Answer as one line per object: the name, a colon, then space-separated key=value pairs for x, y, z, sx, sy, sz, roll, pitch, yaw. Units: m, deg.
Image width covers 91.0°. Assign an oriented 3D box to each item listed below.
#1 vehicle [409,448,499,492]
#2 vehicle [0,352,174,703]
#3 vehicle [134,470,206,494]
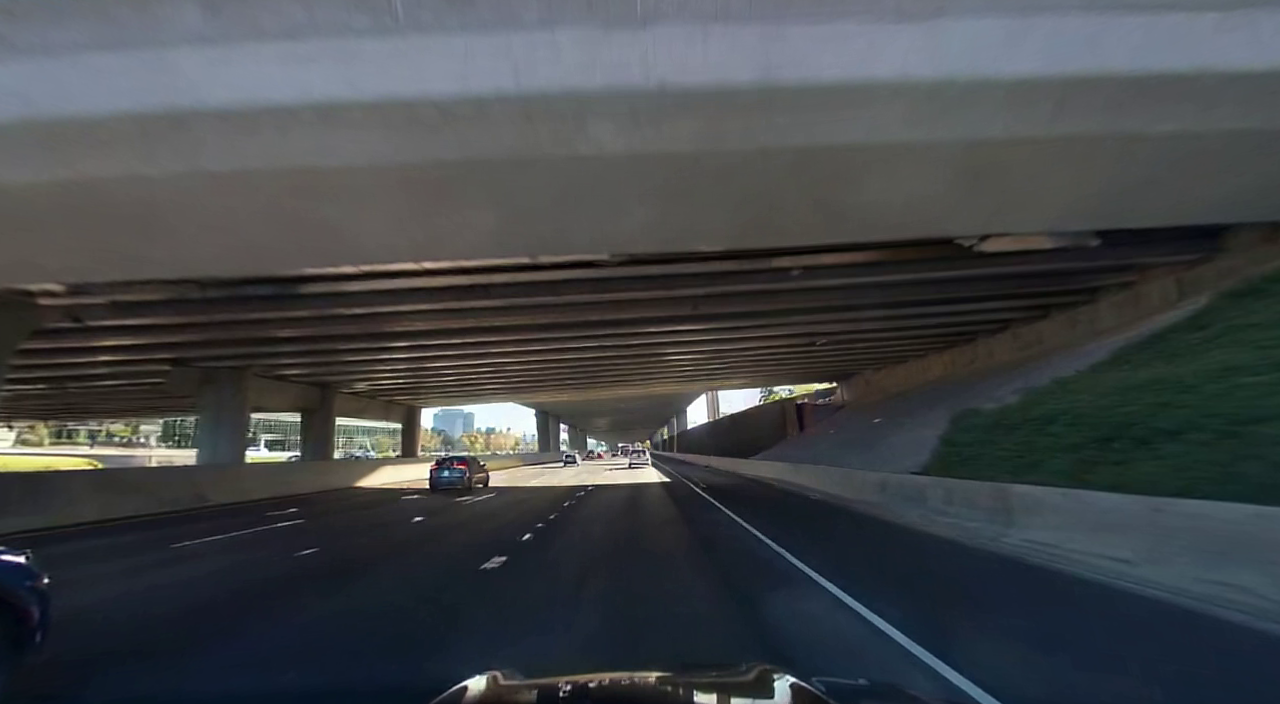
vehicle: x=-7.282 y=4.655 z=25.266 sx=1.998 sy=1.542 sz=4.953 roll=0 pitch=-9 yaw=1
vehicle: x=-3.687 y=0.666 z=1.235 sx=2.059 sy=1.725 sz=4.521 roll=0 pitch=-9 yaw=0
vehicle: x=-35.487 y=9.800 z=47.693 sx=1.835 sy=1.506 sz=4.726 roll=0 pitch=-9 yaw=0
